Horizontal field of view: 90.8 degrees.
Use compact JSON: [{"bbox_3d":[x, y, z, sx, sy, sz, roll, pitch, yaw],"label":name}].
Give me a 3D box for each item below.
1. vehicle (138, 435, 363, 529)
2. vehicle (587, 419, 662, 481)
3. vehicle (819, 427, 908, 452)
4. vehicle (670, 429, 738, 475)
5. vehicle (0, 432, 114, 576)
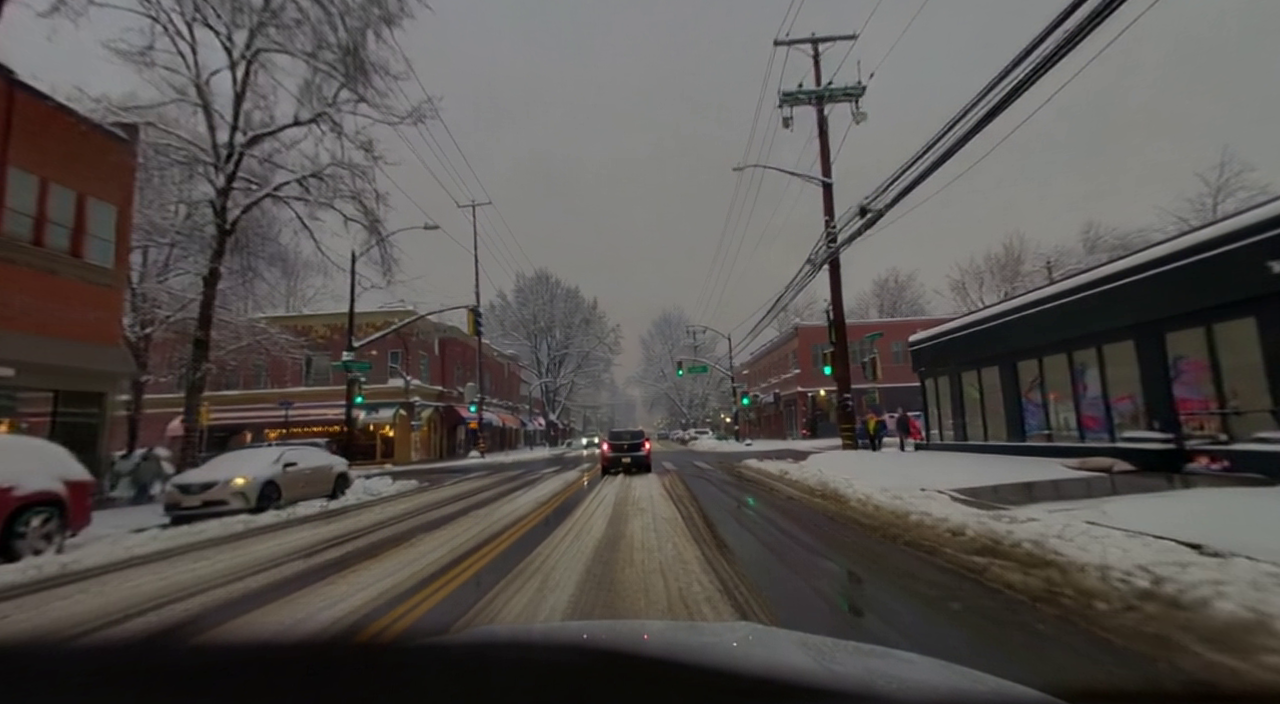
[{"bbox_3d":[-9.713,3.251,16.649,2.048,1.985,6.011,1,-8,0],"label":"vehicle"},{"bbox_3d":[-0.530,3.357,21.794,2.301,1.854,4.919,0,-8,-1],"label":"vehicle"},{"bbox_3d":[13.638,5.351,38.651,4.713,1.493,1.875,0,-8,-2],"label":"vehicle"},{"bbox_3d":[2.294,3.749,23.909,1.998,1.580,4.015,0,-8,-2],"label":"vehicle"},{"bbox_3d":[-9.616,1.901,7.519,1.980,1.931,5.487,1,-8,-1],"label":"vehicle"}]
